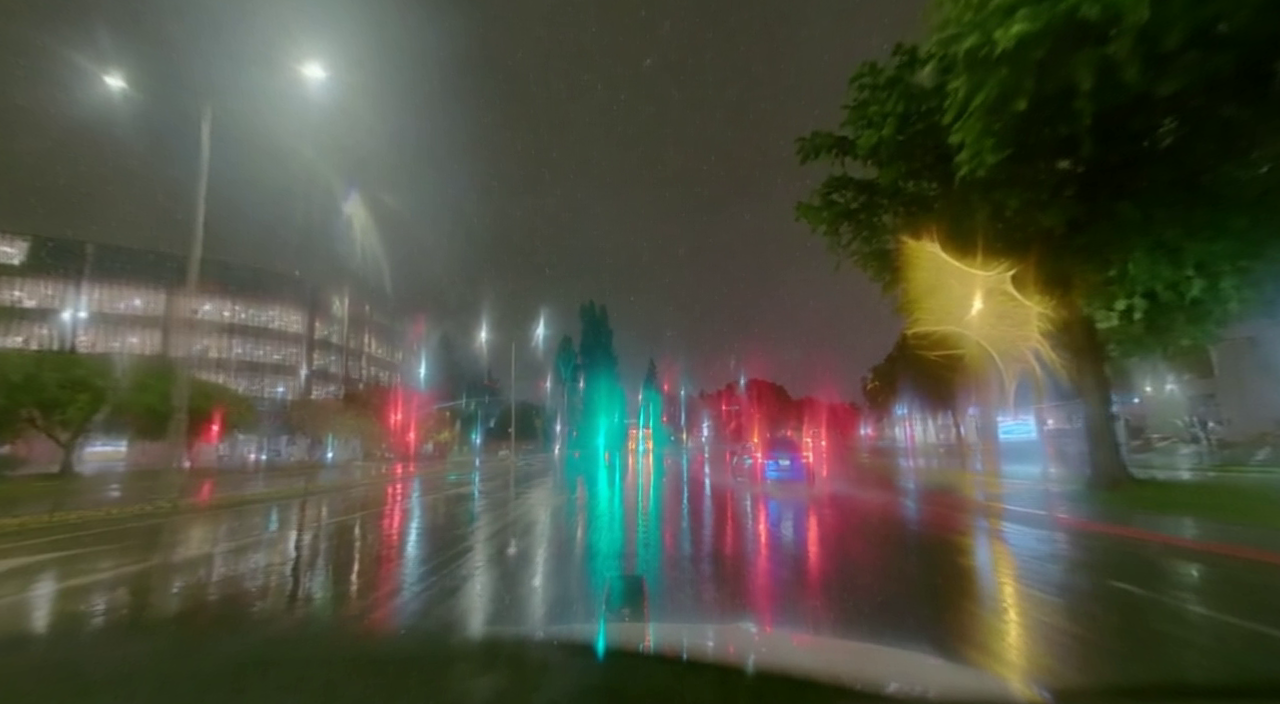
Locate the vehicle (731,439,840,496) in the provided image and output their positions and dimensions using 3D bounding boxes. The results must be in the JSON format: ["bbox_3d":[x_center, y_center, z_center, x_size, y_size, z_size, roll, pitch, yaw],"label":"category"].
[{"bbox_3d":[4.055,3.299,18.462,2.005,1.442,4.675,0,-8,-1],"label":"vehicle"}]
